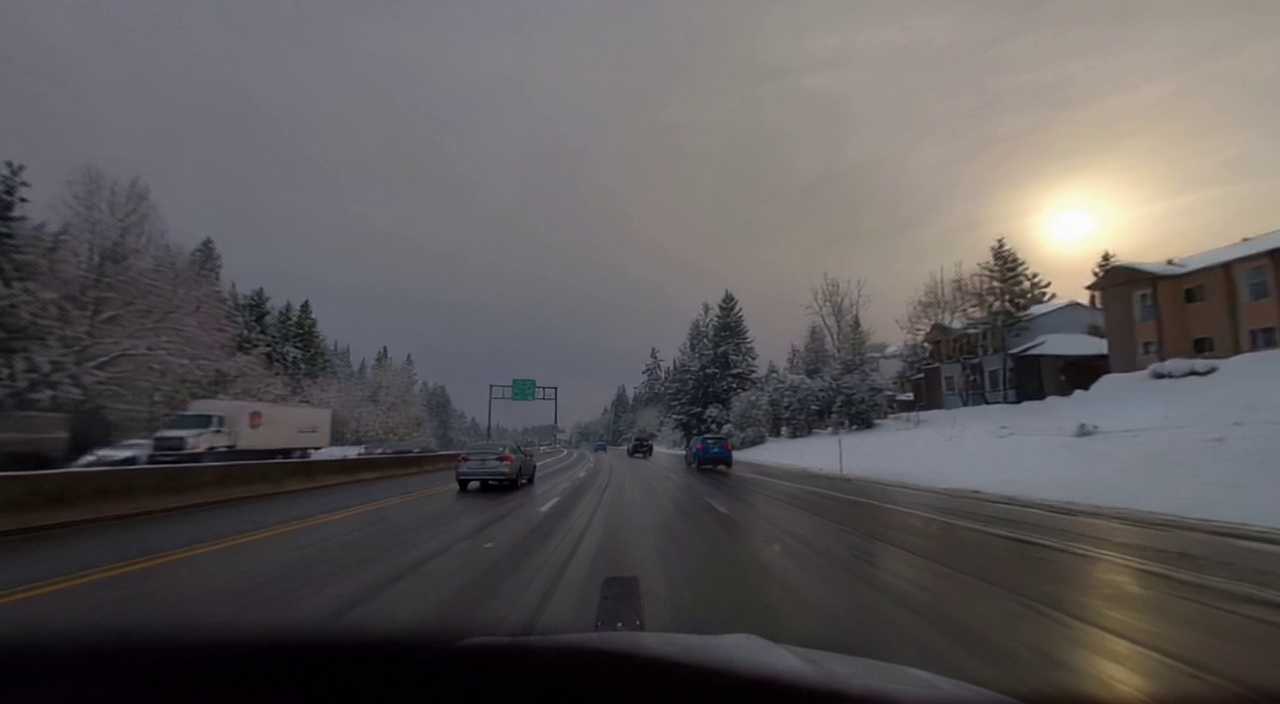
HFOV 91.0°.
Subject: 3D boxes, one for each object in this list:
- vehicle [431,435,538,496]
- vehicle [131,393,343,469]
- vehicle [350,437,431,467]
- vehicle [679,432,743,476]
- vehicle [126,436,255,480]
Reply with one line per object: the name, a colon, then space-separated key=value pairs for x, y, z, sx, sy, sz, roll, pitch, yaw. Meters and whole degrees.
vehicle: x=-4.316 y=3.228 z=18.245 sx=2.036 sy=1.528 sz=4.400 roll=0 pitch=-9 yaw=-1
vehicle: x=-21.047 y=4.487 z=34.606 sx=3.877 sy=3.400 sz=12.662 roll=1 pitch=-9 yaw=-3
vehicle: x=-12.833 y=5.192 z=32.762 sx=2.295 sy=1.425 sz=4.766 roll=0 pitch=-9 yaw=0
vehicle: x=2.896 y=4.285 z=26.679 sx=2.092 sy=1.686 sz=4.188 roll=0 pitch=-9 yaw=-2
vehicle: x=-16.092 y=3.819 z=22.827 sx=1.640 sy=1.407 sz=4.050 roll=0 pitch=-9 yaw=0
